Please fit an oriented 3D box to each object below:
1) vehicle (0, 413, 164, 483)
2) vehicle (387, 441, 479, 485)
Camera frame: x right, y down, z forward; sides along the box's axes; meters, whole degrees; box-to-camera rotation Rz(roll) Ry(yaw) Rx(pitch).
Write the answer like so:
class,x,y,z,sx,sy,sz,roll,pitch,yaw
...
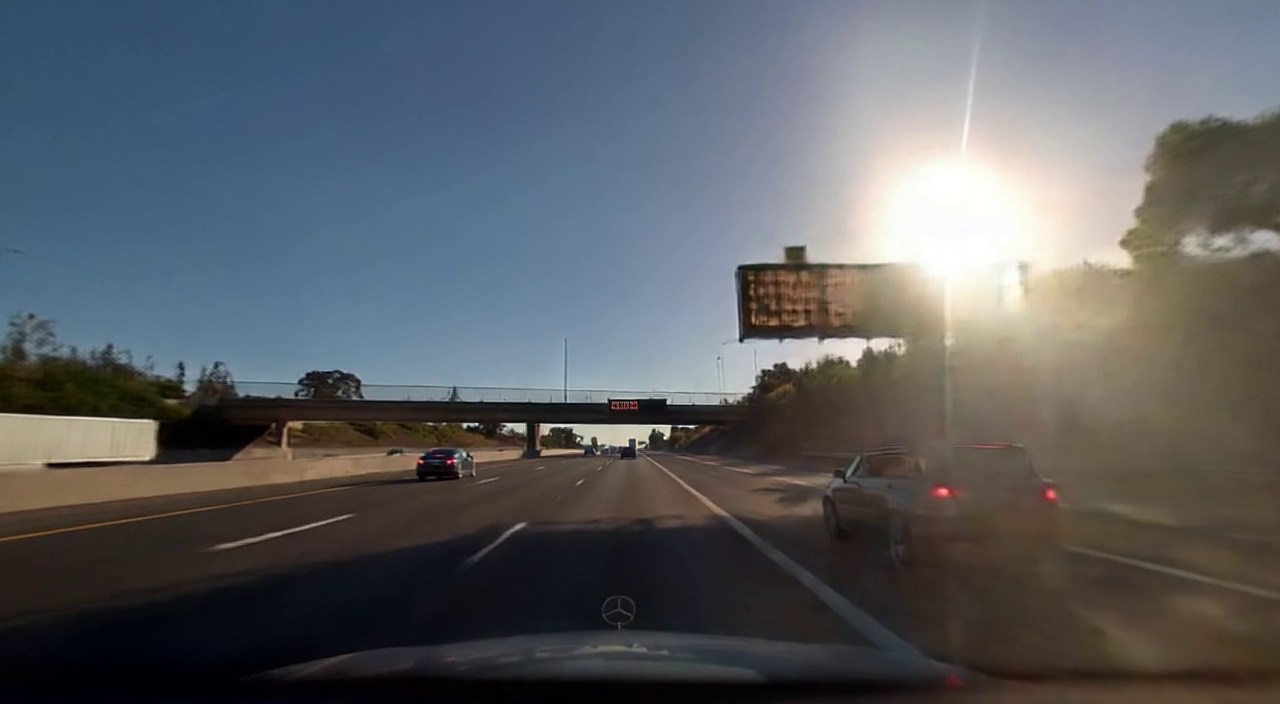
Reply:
class,x,y,z,sx,sy,sz,roll,pitch,yaw
vehicle,-36.229,6.247,41.245,2.855,4.018,9.391,0,-8,-1
vehicle,-8.065,4.348,25.136,2.005,1.545,4.874,0,-8,0
